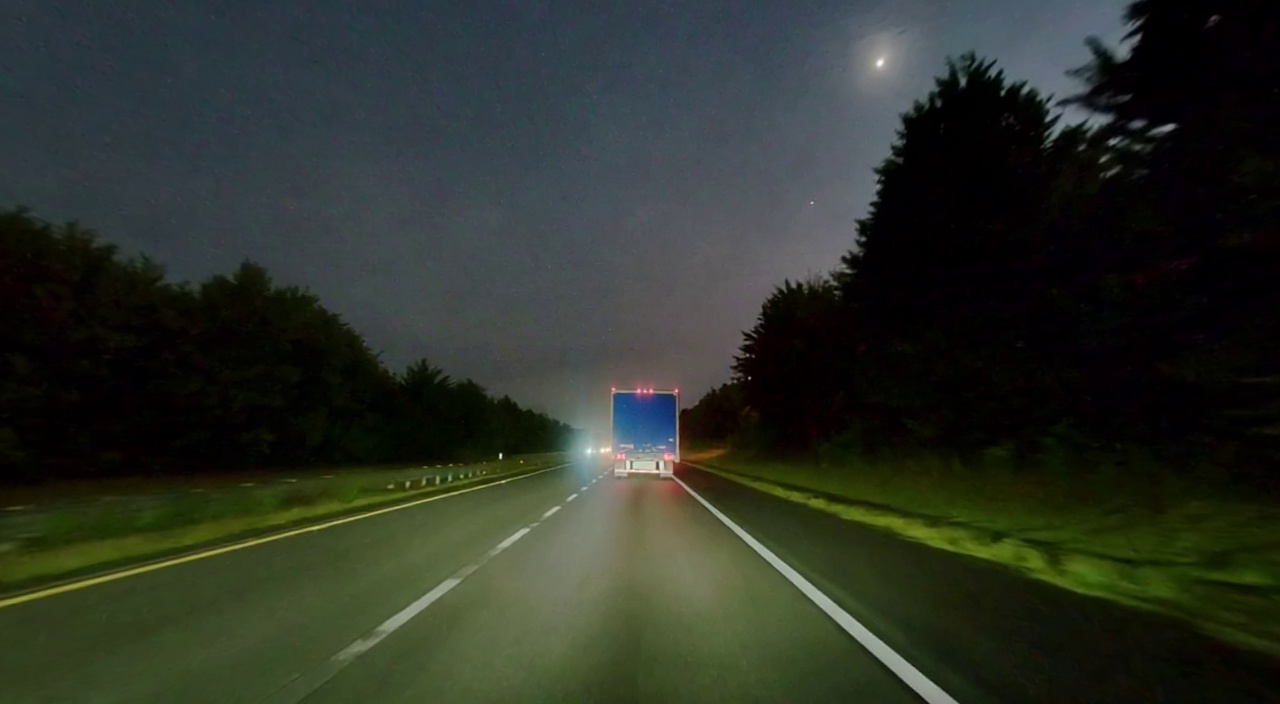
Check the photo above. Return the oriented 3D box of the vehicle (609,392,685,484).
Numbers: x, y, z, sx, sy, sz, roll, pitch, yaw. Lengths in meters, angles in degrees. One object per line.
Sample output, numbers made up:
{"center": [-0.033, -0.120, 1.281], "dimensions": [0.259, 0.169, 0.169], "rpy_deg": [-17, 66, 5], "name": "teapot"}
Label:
{"center": [0.091, 3.975, 28.654], "dimensions": [2.913, 3.530, 8.648], "rpy_deg": [0, -9, -2], "name": "vehicle"}
